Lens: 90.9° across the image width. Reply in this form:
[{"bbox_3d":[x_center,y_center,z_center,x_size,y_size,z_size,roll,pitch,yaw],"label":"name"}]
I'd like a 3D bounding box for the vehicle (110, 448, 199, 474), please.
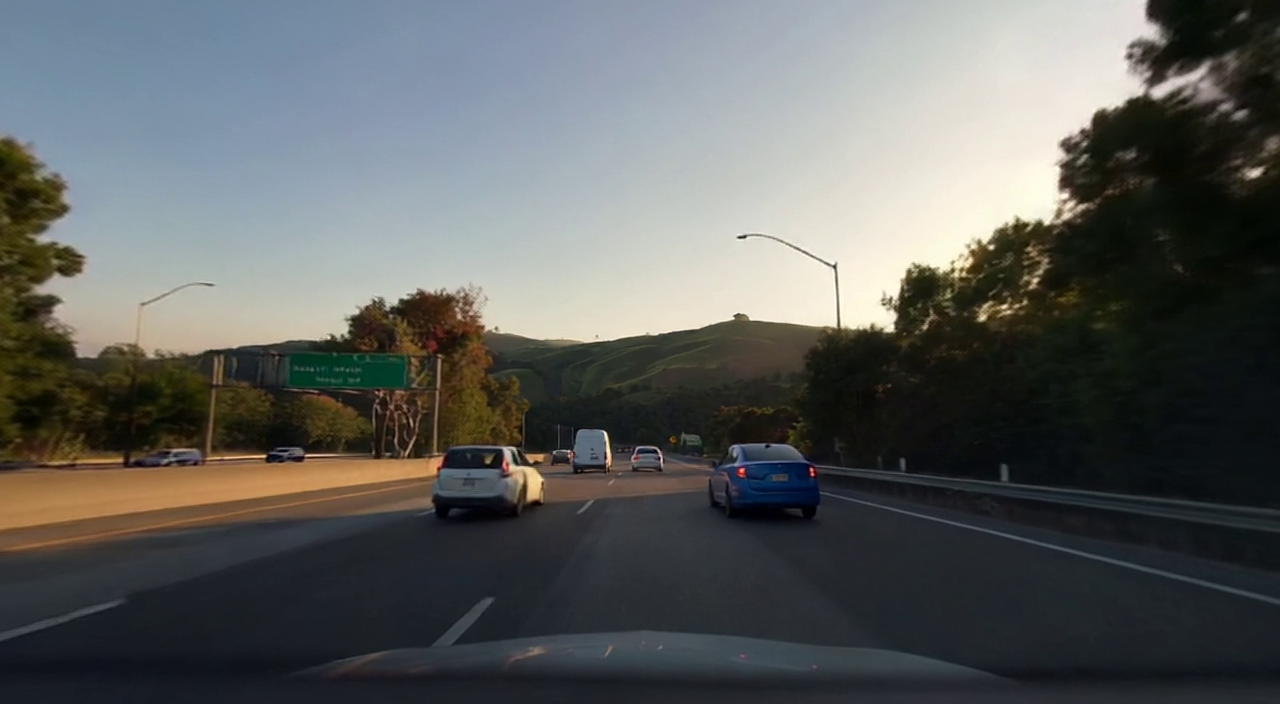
[{"bbox_3d":[-34.271,7.676,44.752,1.974,1.677,5.416,0,-9,0],"label":"vehicle"}]

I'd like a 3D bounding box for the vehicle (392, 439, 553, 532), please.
[{"bbox_3d":[-3.072,2.533,12.622,1.990,1.501,4.250,0,-8,1],"label":"vehicle"}]

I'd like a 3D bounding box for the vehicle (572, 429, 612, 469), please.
[{"bbox_3d":[-3.309,6.862,44.733,2.396,2.664,5.735,0,-9,0],"label":"vehicle"}]

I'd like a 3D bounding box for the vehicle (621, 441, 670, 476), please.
[{"bbox_3d":[0.201,5.527,32.966,2.270,1.660,4.101,0,-8,-4],"label":"vehicle"}]

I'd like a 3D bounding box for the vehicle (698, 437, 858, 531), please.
[{"bbox_3d":[2.455,2.478,12.518,2.050,1.491,4.362,0,-8,-2],"label":"vehicle"}]
